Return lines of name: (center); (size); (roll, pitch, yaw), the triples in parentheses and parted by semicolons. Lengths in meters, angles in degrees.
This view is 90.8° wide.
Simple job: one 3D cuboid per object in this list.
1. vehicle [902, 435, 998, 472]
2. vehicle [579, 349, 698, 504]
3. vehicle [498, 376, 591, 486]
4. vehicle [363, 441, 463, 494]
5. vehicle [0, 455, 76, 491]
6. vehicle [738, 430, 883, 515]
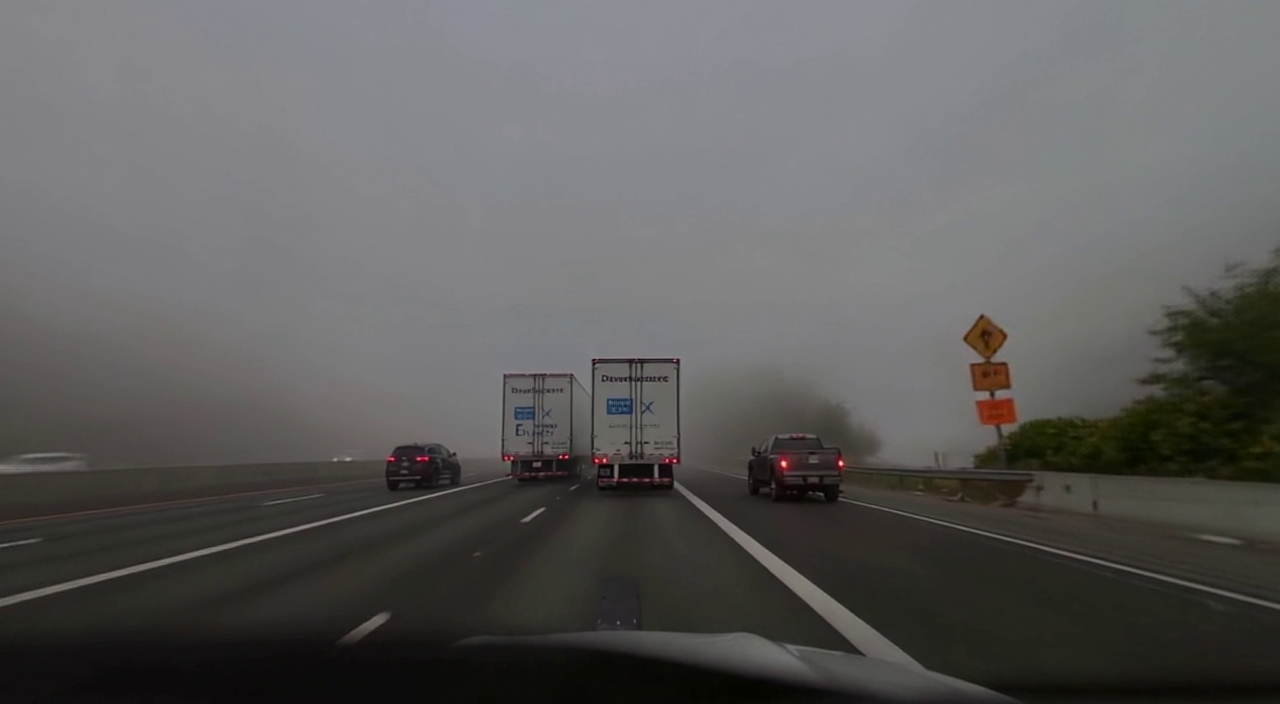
vehicle: (16.638, 5.490, 34.343); (2.128, 1.783, 5.718); (0, -9, -2)
vehicle: (-0.124, 2.556, 20.547); (2.910, 3.828, 9.805); (0, -9, -1)
vehicle: (-4.031, 3.801, 29.512); (2.888, 4.154, 10.960); (0, -9, -2)
vehicle: (-8.043, 4.109, 22.884); (2.017, 1.694, 4.420); (0, -9, -1)
vehicle: (-28.079, 5.419, 28.543); (1.719, 1.444, 3.739); (0, -9, -1)
vehicle: (3.929, 2.868, 15.589); (2.136, 1.753, 4.644); (0, -9, -2)
